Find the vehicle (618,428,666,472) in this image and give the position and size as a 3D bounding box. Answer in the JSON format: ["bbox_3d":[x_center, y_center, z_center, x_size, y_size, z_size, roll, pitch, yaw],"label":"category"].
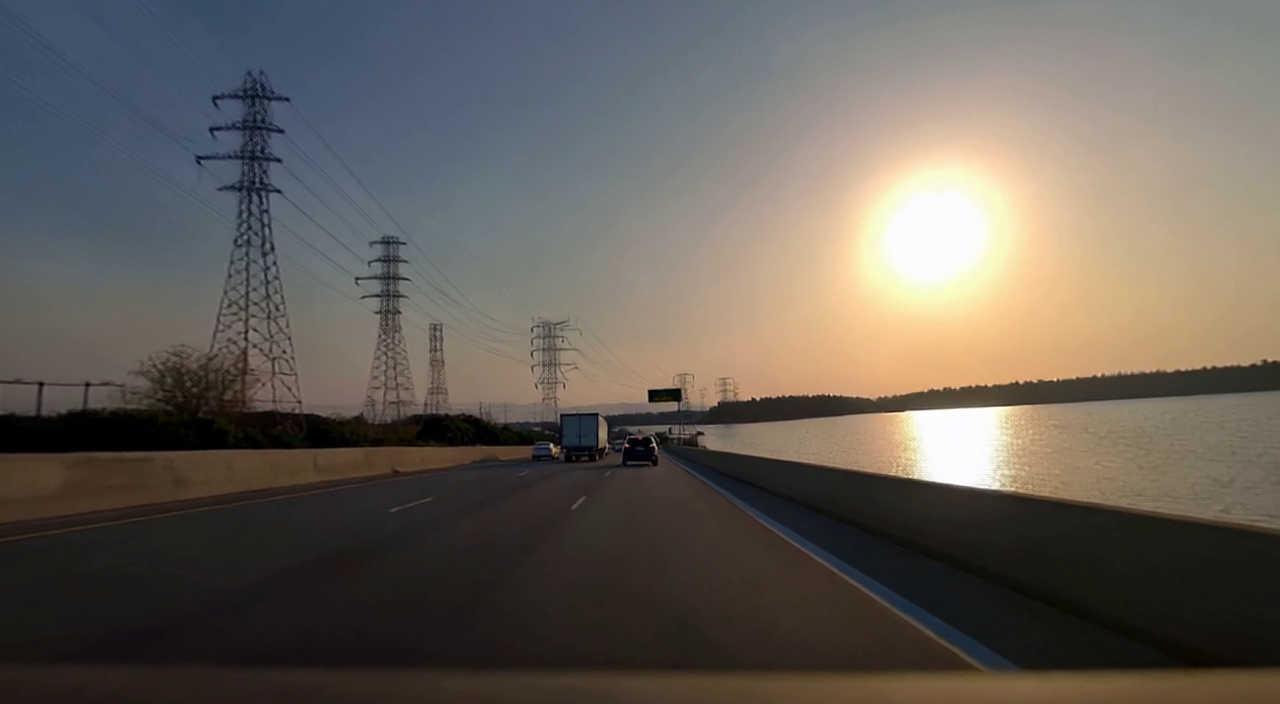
[{"bbox_3d":[0.124,5.185,33.533,2.358,2.144,4.713,0,-8,1],"label":"vehicle"}]

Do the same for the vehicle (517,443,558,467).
[{"bbox_3d":[-7.061,7.116,43.939,2.004,1.545,4.513,0,-8,1],"label":"vehicle"}]

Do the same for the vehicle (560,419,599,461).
[{"bbox_3d":[-3.756,5.526,39.512,2.178,2.522,2.054,0,-8,1],"label":"vehicle"}]
